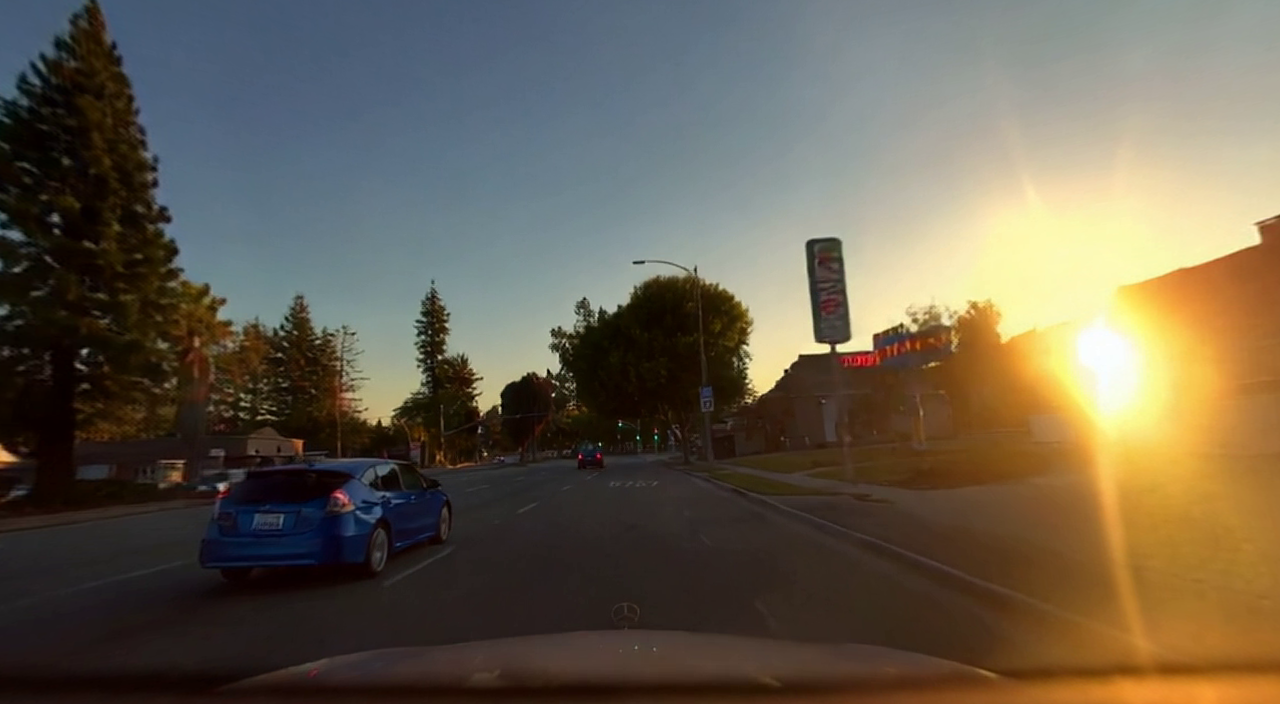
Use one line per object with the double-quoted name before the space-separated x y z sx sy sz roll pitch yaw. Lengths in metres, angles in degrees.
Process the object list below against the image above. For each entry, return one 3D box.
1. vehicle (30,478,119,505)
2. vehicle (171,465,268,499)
"vehicle" -39.341 9.706 44.104 1.992 1.453 4.696 0 -8 -2
"vehicle" -22.550 6.941 34.142 2.127 1.538 4.558 0 -8 0
